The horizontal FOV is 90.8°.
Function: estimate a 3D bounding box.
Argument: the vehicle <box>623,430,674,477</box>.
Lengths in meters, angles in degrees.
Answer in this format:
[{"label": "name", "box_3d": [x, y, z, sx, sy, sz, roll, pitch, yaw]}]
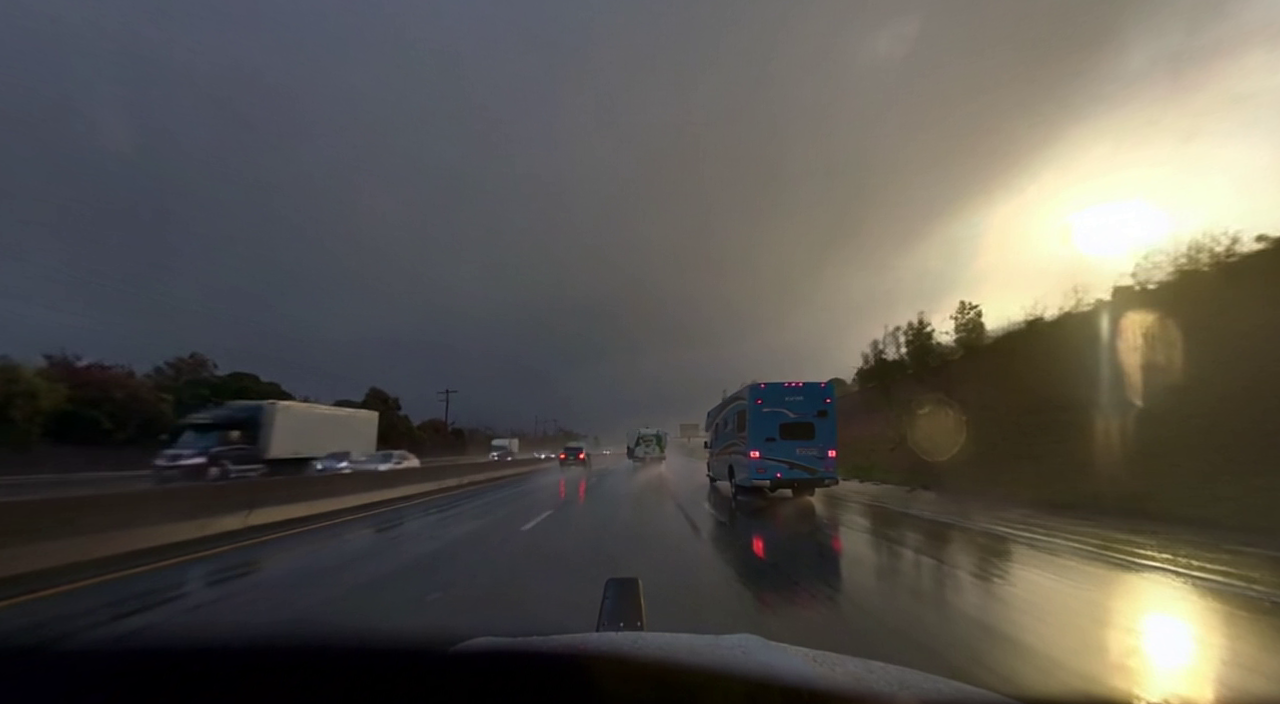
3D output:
[{"label": "vehicle", "box_3d": [0.440, 5.449, 34.071, 2.524, 2.310, 4.986, 0, -9, 0]}]

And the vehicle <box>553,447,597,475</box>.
[{"label": "vehicle", "box_3d": [-3.650, 6.223, 36.230, 1.959, 1.502, 4.559, 0, -9, 1]}]

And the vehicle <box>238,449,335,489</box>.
[{"label": "vehicle", "box_3d": [-15.166, 5.005, 27.330, 1.908, 1.598, 3.831, 0, -9, 1]}]

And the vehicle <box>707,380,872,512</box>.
[{"label": "vehicle", "box_3d": [3.683, 2.620, 17.631, 2.607, 2.910, 7.252, 0, -9, -2]}]

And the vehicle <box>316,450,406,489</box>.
[{"label": "vehicle", "box_3d": [-11.322, 4.771, 25.923, 1.813, 1.457, 3.906, 0, -9, 1]}]

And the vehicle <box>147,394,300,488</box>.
[{"label": "vehicle", "box_3d": [-19.407, 4.247, 29.972, 2.988, 4.013, 5.863, 0, -9, 1]}]
